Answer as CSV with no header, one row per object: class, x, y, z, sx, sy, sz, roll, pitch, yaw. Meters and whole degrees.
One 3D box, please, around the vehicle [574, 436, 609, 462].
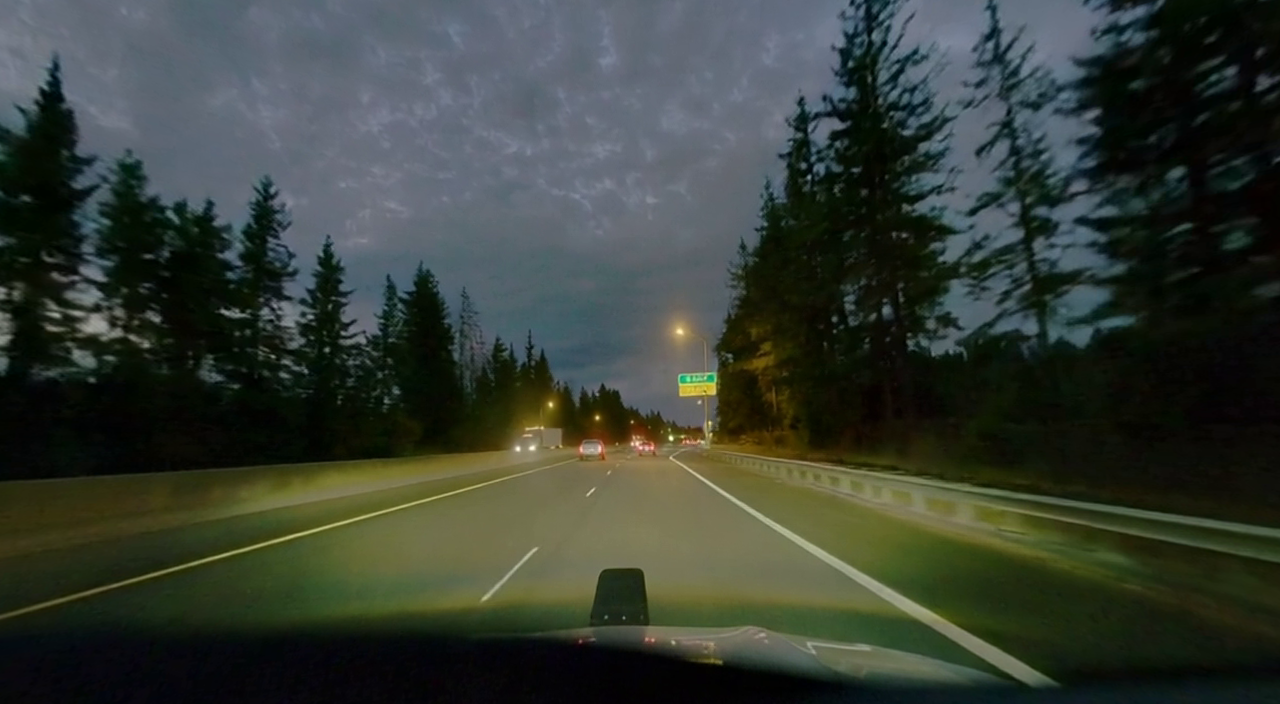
vehicle,-3.349,6.819,44.509,2.129,1.742,4.217,0,-8,1
